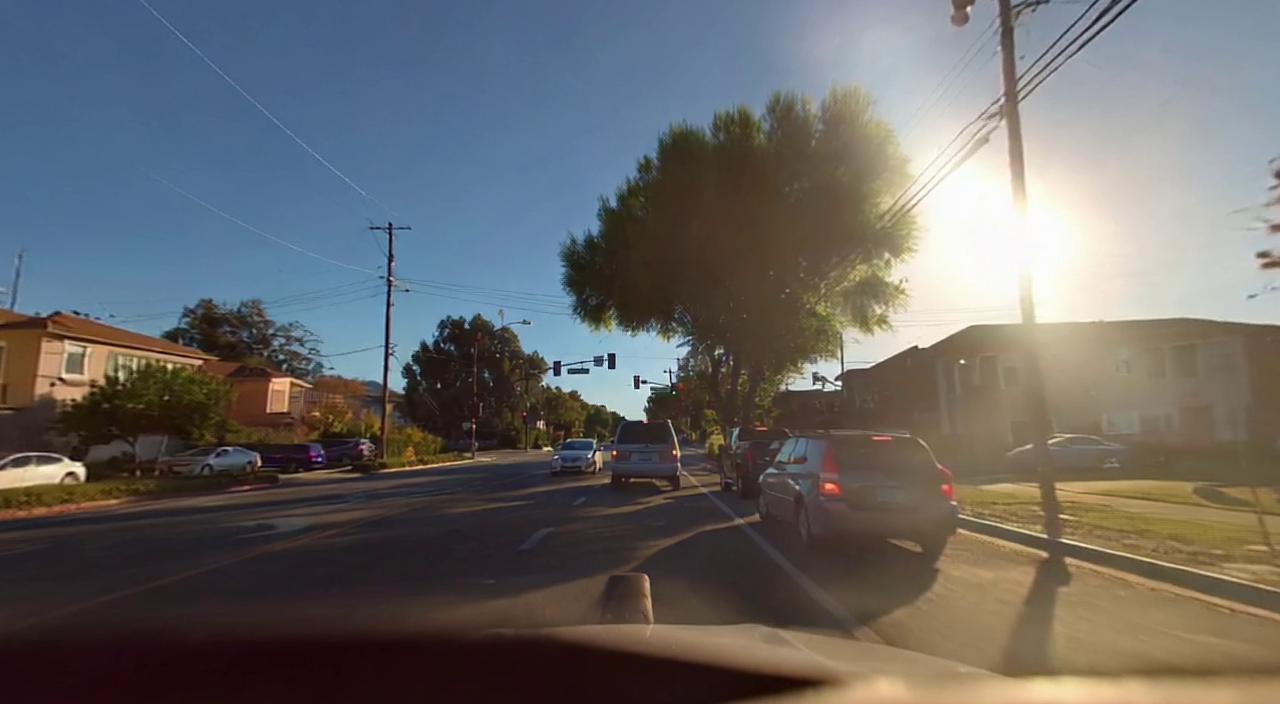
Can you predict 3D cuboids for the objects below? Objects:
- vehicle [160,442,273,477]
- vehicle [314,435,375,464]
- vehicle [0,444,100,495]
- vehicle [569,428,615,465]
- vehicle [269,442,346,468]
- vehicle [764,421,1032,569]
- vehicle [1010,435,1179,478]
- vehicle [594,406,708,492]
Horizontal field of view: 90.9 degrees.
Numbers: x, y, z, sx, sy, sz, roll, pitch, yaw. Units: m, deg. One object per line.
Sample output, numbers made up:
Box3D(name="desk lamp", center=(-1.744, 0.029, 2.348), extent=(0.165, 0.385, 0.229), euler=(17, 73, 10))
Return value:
Box3D(name="vehicle", center=(-19.670, 4.986, 29.566), extent=(1.891, 1.460, 4.681), euler=(0, -8, 3))
Box3D(name="vehicle", center=(-19.826, 6.563, 42.492), extent=(1.996, 1.809, 4.699), euler=(0, -8, -3))
Box3D(name="vehicle", center=(-19.799, 3.601, 19.506), extent=(1.866, 1.471, 4.770), euler=(0, -8, 1))
Box3D(name="vehicle", center=(-2.536, 5.133, 34.334), extent=(1.999, 1.864, 4.279), euler=(0, -8, 3))
Box3D(name="vehicle", center=(-19.593, 6.073, 37.384), extent=(1.830, 1.436, 4.771), euler=(0, -8, 2))
Box3D(name="vehicle", center=(3.108, 1.804, 8.702), extent=(2.002, 1.511, 4.124), euler=(0, -8, 1))
Box3D(name="vehicle", center=(16.632, 3.850, 23.279), extent=(4.671, 1.495, 1.900), euler=(-1, -8, 4))
Box3D(name="vehicle", center=(0.284, 2.752, 18.004), extent=(2.769, 2.087, 5.130), euler=(0, -8, 0))
